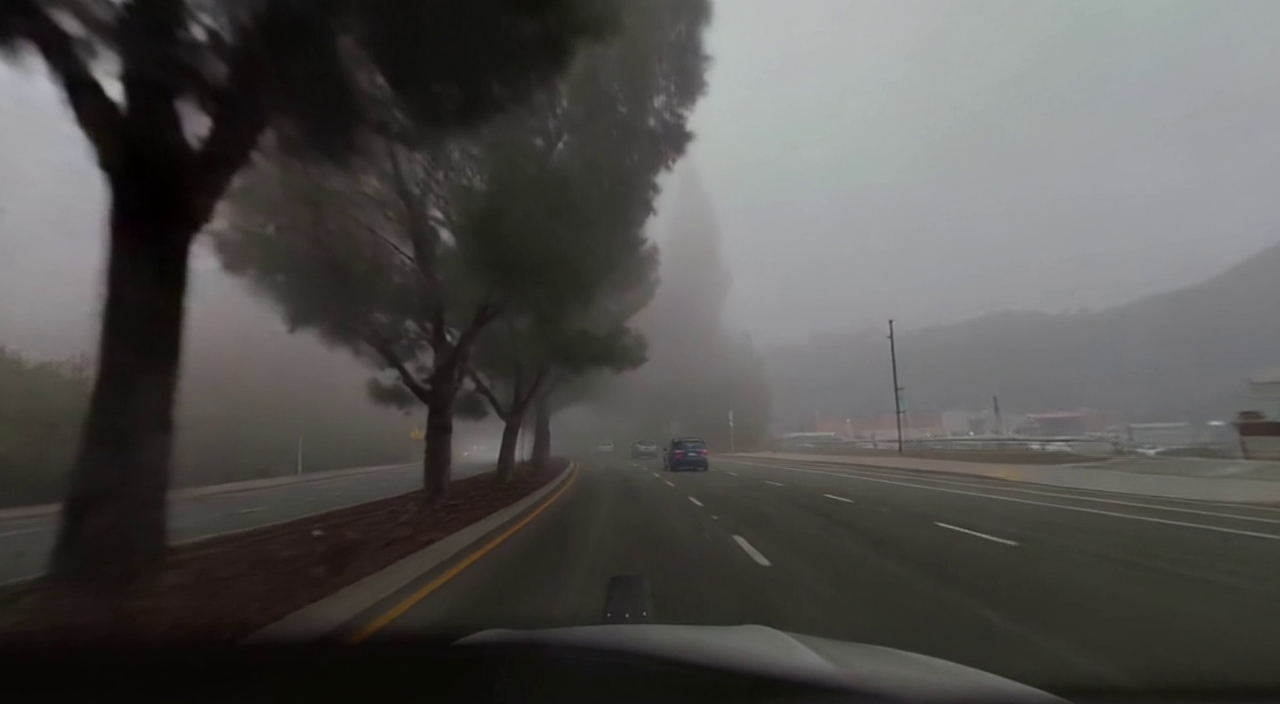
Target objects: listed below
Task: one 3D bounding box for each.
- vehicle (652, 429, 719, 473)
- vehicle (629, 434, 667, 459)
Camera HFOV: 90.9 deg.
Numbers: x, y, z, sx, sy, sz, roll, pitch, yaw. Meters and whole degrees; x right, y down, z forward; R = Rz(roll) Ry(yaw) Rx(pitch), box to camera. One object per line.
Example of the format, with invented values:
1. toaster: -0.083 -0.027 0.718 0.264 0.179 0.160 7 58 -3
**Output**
1. vehicle: 1.880 4.294 27.460 2.253 1.756 4.313 1 -8 -4
2. vehicle: 0.547 7.255 48.313 2.210 1.788 4.293 1 -8 -8
